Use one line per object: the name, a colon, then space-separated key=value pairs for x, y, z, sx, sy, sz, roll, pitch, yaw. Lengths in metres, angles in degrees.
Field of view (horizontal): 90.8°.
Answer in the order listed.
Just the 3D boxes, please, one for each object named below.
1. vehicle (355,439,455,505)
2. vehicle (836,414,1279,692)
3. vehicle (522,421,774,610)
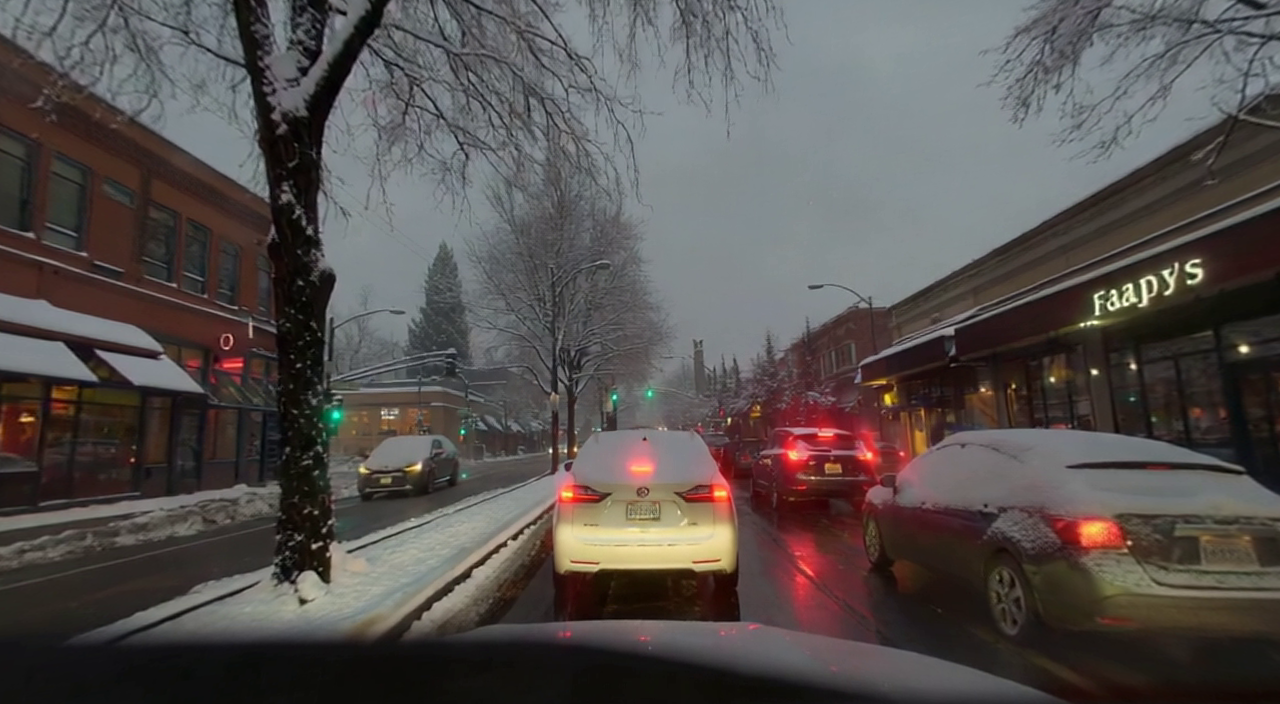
vehicle: x=-6.273 y=3.199 z=17.401 sx=1.898 sy=1.542 sz=4.689 roll=2 pitch=-9 yaw=-13
vehicle: x=3.393 y=1.402 z=5.569 sx=1.988 sy=1.480 sz=4.195 roll=0 pitch=-9 yaw=0
vehicle: x=0.049 y=1.577 z=6.883 sx=2.006 sy=1.487 sz=3.535 roll=0 pitch=-9 yaw=0
